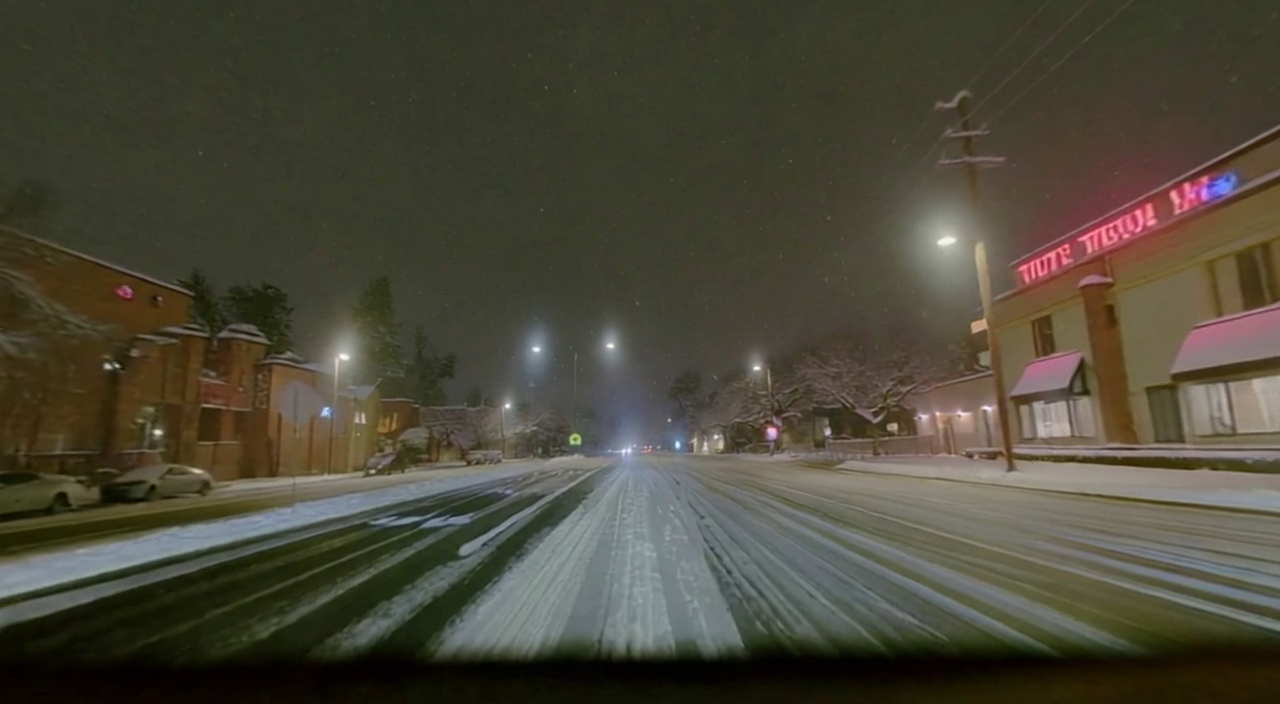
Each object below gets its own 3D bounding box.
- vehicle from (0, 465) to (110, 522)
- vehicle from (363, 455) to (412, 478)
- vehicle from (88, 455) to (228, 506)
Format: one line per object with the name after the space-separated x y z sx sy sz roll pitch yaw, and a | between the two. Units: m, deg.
-19.039 4.242 19.087 1.925 1.485 4.821 0 -9 -2 | vehicle
-19.452 8.798 48.863 1.943 1.638 4.415 0 -9 0 | vehicle
-19.135 5.064 25.426 1.976 1.766 4.677 0 -9 -1 | vehicle
